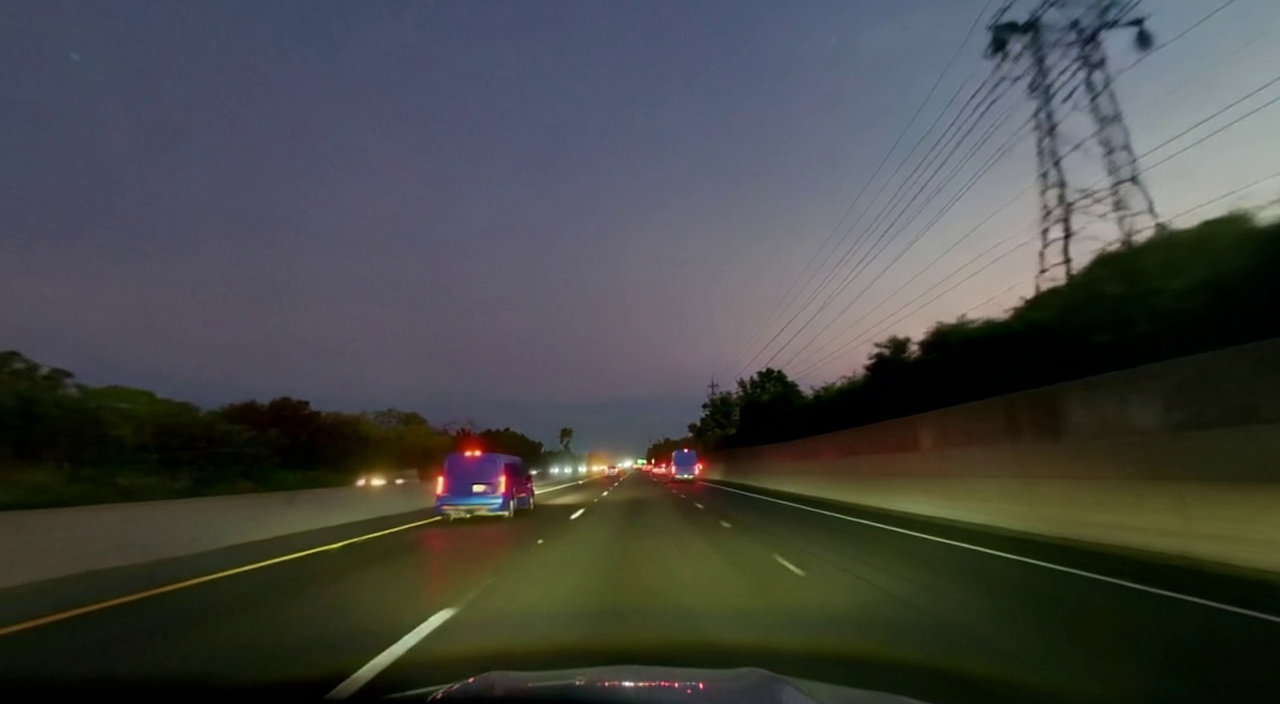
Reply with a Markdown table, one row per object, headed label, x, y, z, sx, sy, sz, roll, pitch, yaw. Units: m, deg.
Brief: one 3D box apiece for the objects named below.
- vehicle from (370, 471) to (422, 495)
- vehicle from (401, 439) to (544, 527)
| label | x | y | z | sx | sy | sz | roll | pitch | yaw |
| --- | --- | --- | --- | --- | --- | --- | --- | --- | --- |
| vehicle | -16.609 | 8.893 | 43.038 | 1.846 | 1.505 | 4.196 | 1 | -10 | 0 |
| vehicle | -3.798 | 3.129 | 15.349 | 2.153 | 1.756 | 4.730 | 1 | -10 | 0 |
